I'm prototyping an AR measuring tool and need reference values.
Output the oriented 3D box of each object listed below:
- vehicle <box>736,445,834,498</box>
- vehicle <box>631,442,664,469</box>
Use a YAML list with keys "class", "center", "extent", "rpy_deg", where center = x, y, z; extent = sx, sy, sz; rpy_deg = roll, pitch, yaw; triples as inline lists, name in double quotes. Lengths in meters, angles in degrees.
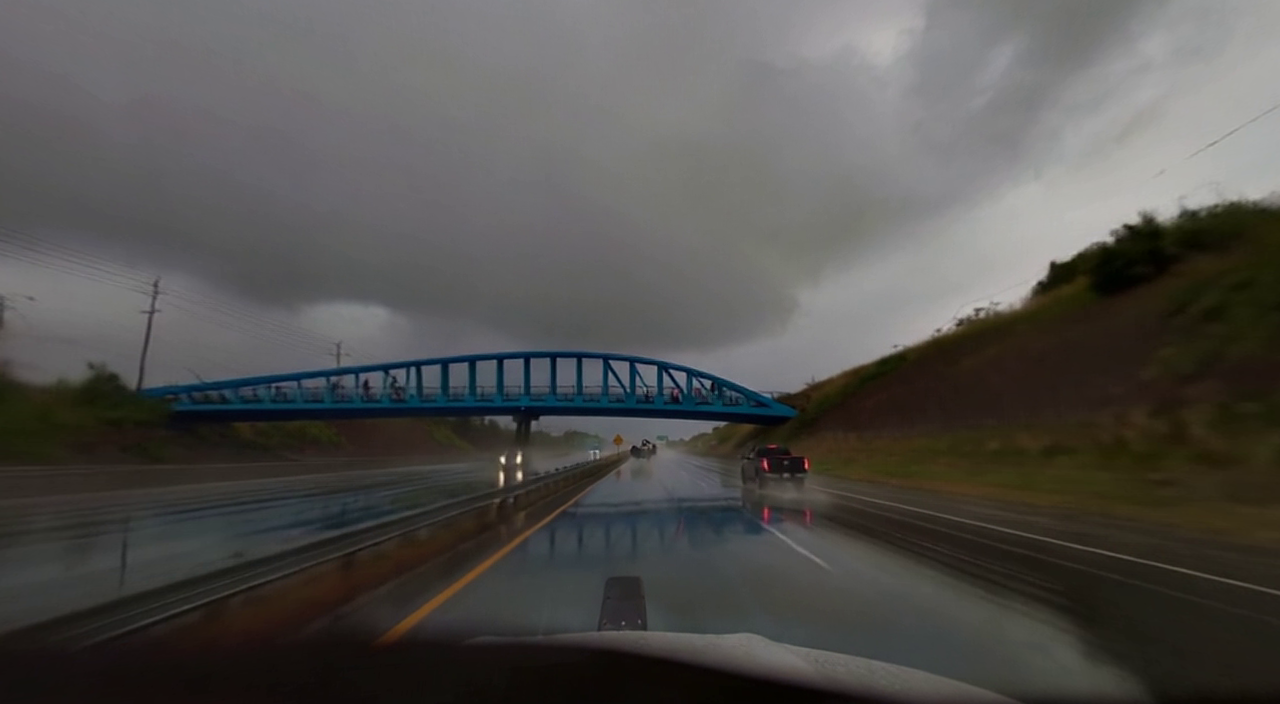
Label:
- class: "vehicle"
  center: [4.550, 3.822, 20.596]
  extent: [1.988, 1.505, 4.958]
  rpy_deg: [0, -9, 0]
- class: "vehicle"
  center: [0.621, 7.879, 48.228]
  extent: [2.369, 1.948, 5.343]
  rpy_deg: [0, -9, 2]
